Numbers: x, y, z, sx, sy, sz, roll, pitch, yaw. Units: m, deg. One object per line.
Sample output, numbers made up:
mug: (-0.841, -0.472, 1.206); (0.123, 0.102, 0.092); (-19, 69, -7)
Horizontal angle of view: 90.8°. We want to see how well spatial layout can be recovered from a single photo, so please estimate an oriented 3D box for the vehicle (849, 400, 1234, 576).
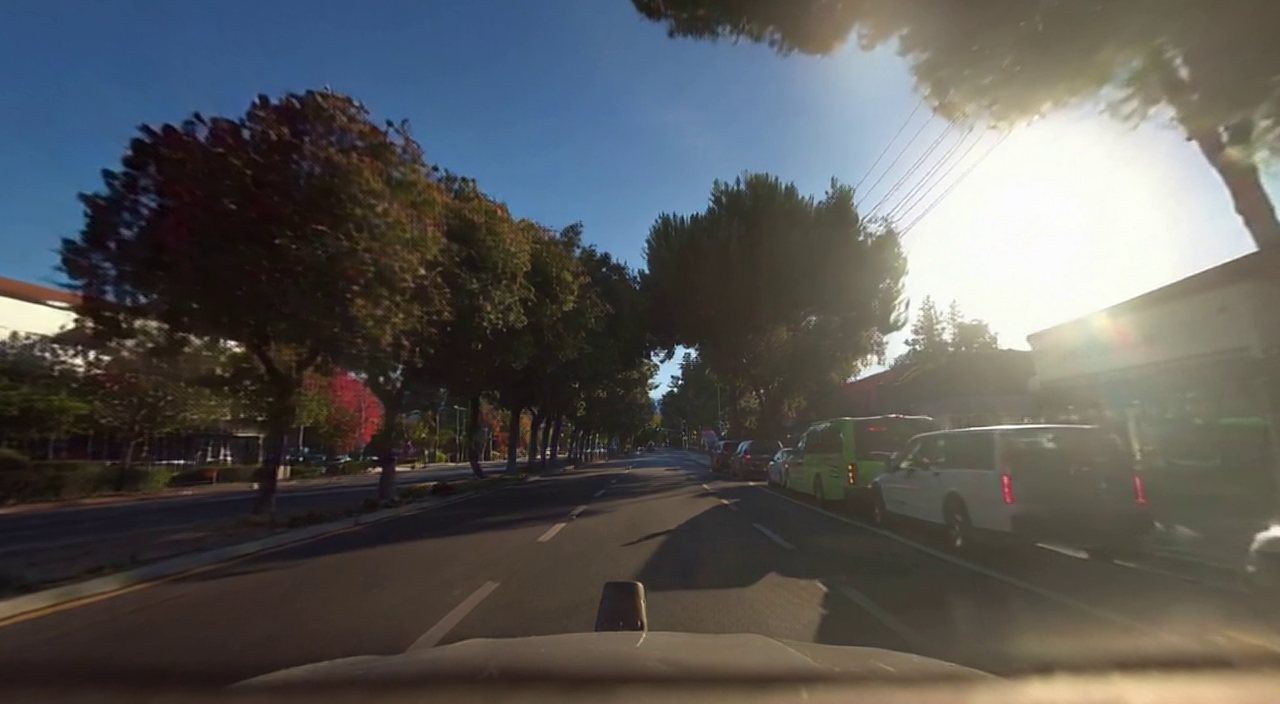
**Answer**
vehicle: (4.816, 1.715, 8.747); (2.304, 1.760, 4.630); (0, -8, 1)
